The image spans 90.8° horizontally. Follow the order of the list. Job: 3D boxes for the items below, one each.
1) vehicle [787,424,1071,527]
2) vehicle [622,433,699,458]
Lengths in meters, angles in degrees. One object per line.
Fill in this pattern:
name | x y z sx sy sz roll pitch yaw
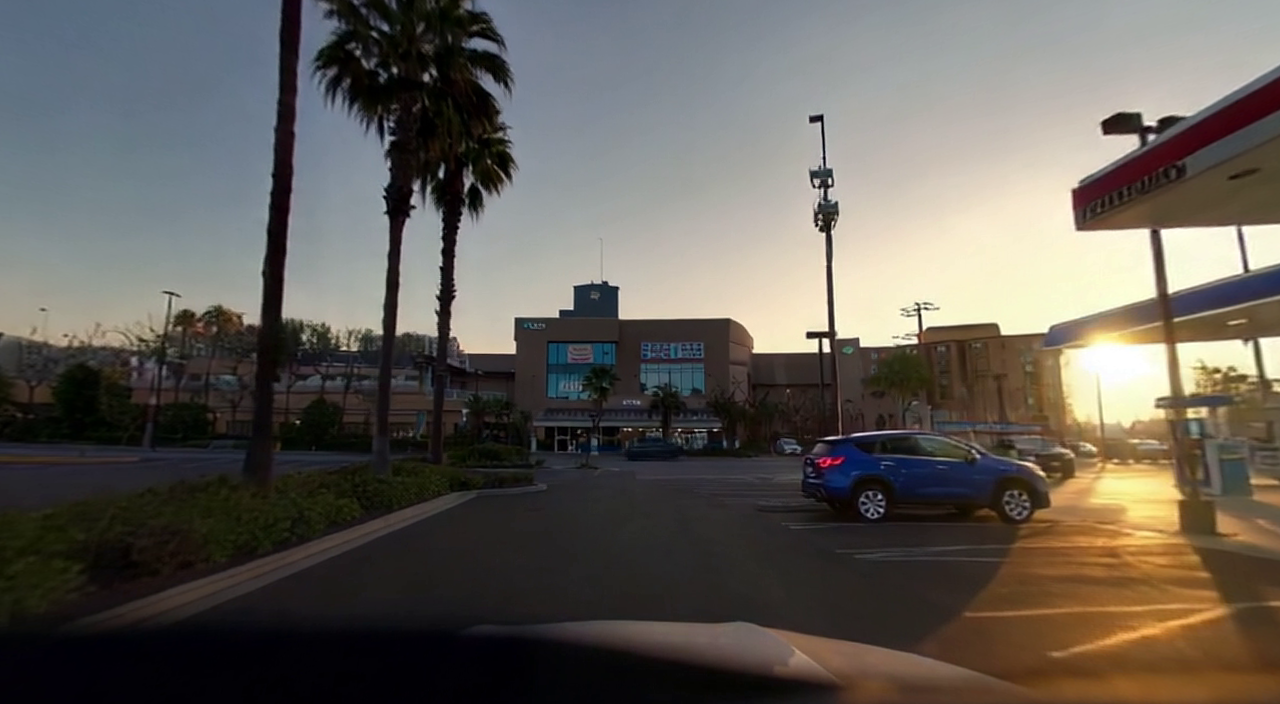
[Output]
vehicle | 5.507 2.400 12.544 4.560 1.818 2.148 1 -9 -3
vehicle | 1.535 7.271 49.007 5.763 1.840 2.077 1 -9 -2
